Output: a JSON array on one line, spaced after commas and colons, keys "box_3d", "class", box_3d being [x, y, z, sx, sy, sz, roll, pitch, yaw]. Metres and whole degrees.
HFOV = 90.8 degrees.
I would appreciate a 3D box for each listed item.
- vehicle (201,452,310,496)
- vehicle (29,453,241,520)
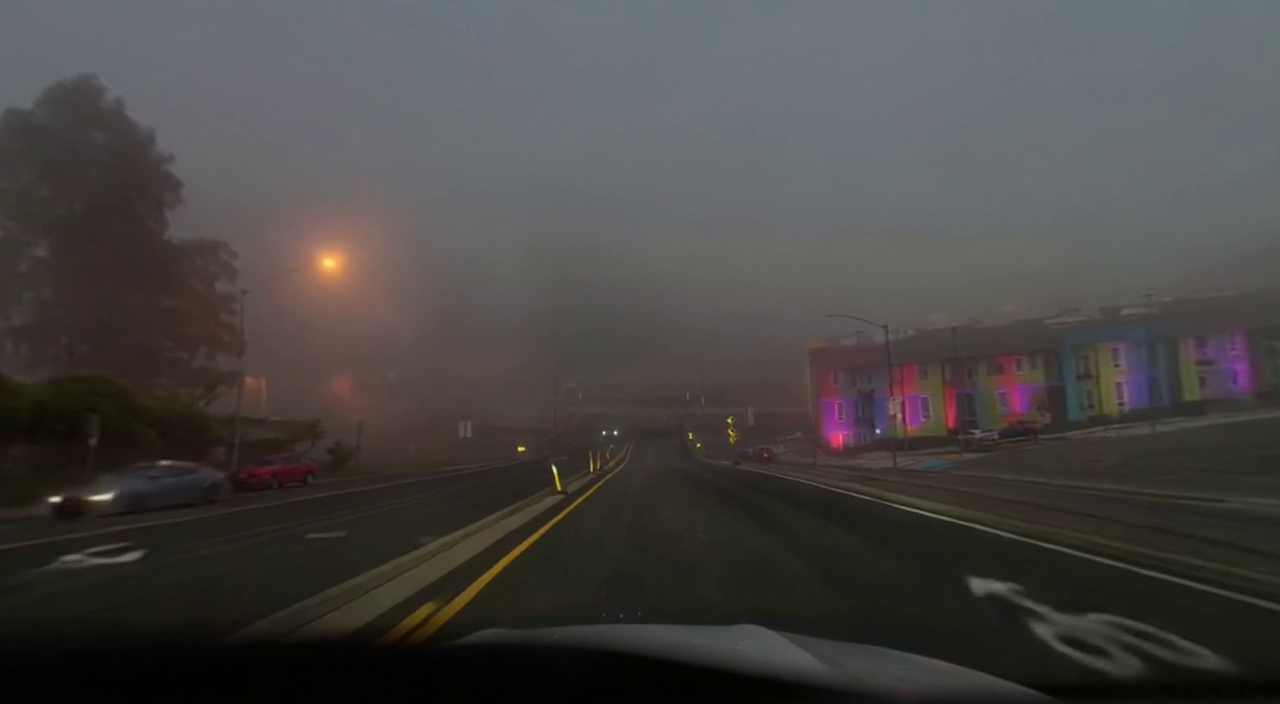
[{"box_3d": [-17.298, 5.468, 28.709, 1.992, 1.527, 4.540, -1, -6, 2], "class": "vehicle"}, {"box_3d": [-13.098, 3.465, 16.873, 1.989, 1.461, 4.426, 0, -8, 0], "class": "vehicle"}]
